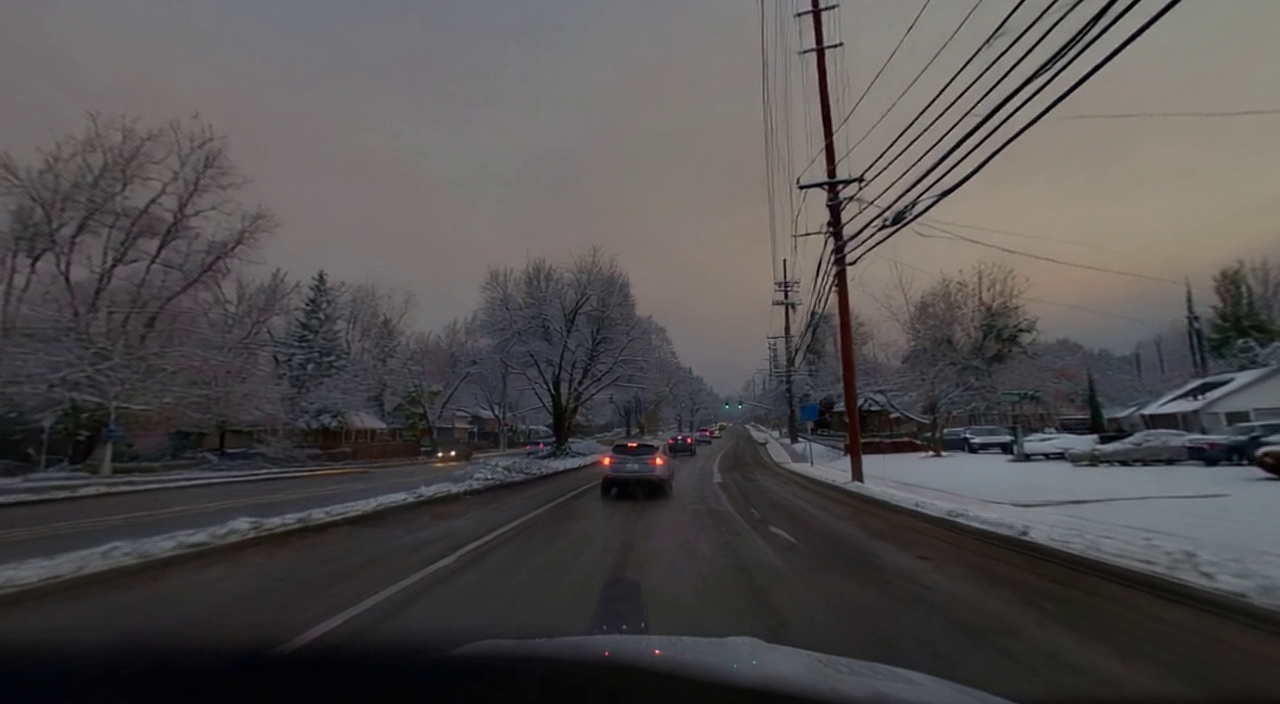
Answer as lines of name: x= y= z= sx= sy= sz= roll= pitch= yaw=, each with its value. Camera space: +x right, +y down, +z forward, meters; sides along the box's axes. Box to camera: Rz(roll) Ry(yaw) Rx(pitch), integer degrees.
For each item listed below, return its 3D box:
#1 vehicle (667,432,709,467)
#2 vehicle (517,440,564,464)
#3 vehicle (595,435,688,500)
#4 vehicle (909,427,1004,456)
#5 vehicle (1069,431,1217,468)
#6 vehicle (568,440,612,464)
vehicle: x=2.900 y=5.768 z=37.292 sx=2.158 sy=1.939 sz=4.935 roll=-2 pitch=-9 yaw=8
vehicle: x=-6.585 y=6.677 z=42.159 sx=1.983 sy=1.485 sz=4.159 roll=-1 pitch=-9 yaw=7
vehicle: x=0.176 y=2.981 z=16.559 sx=2.117 sy=1.474 sz=4.036 roll=-1 pitch=-9 yaw=5
vehicle: x=19.412 y=5.550 z=38.857 sx=4.739 sy=1.708 sz=1.976 roll=-2 pitch=-9 yaw=8
vehicle: x=21.272 y=4.163 z=26.804 sx=4.497 sy=1.460 sz=1.851 roll=-2 pitch=-10 yaw=5
vehicle: x=-3.237 y=6.567 z=41.497 sx=1.928 sy=1.493 sz=4.289 roll=-2 pitch=-9 yaw=9
